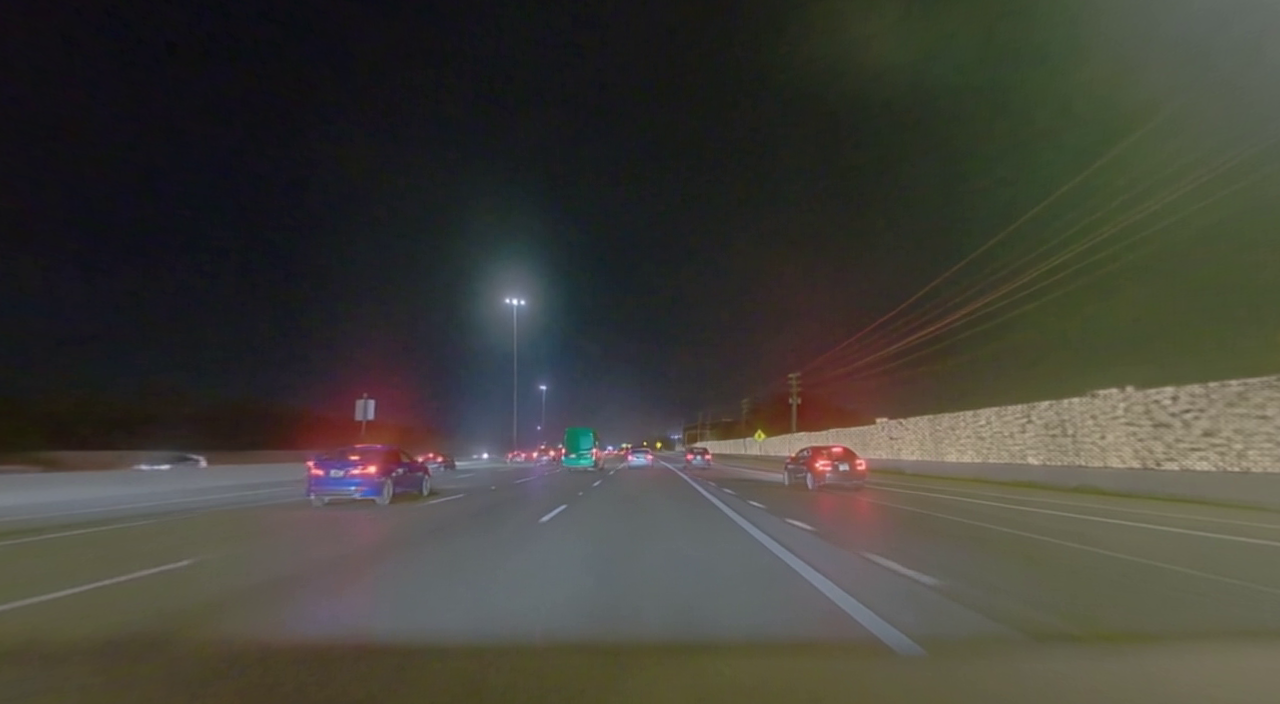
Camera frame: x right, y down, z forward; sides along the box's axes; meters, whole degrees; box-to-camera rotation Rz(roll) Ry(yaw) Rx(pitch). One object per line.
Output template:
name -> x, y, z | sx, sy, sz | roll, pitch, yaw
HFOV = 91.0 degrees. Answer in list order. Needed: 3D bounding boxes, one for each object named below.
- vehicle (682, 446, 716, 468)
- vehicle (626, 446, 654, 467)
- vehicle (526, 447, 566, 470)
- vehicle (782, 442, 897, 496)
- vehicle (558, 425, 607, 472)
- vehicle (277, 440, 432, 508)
vehicle -> 4.416, 7.926, 47.726 | 2.095, 1.504, 4.536 | 0, -9, -1
vehicle -> -0.037, 8.167, 49.332 | 2.084, 1.492, 4.137 | 0, -9, 0
vehicle -> -6.440, 7.308, 43.564 | 1.944, 1.490, 4.442 | 0, -9, 1
vehicle -> 6.052, 3.584, 19.715 | 2.052, 1.470, 4.364 | 0, -9, -1
vehicle -> -3.444, 5.984, 39.112 | 2.395, 2.660, 5.827 | 0, -9, 1
vehicle -> -7.218, 3.106, 16.540 | 1.967, 1.525, 4.458 | 0, -9, 0
